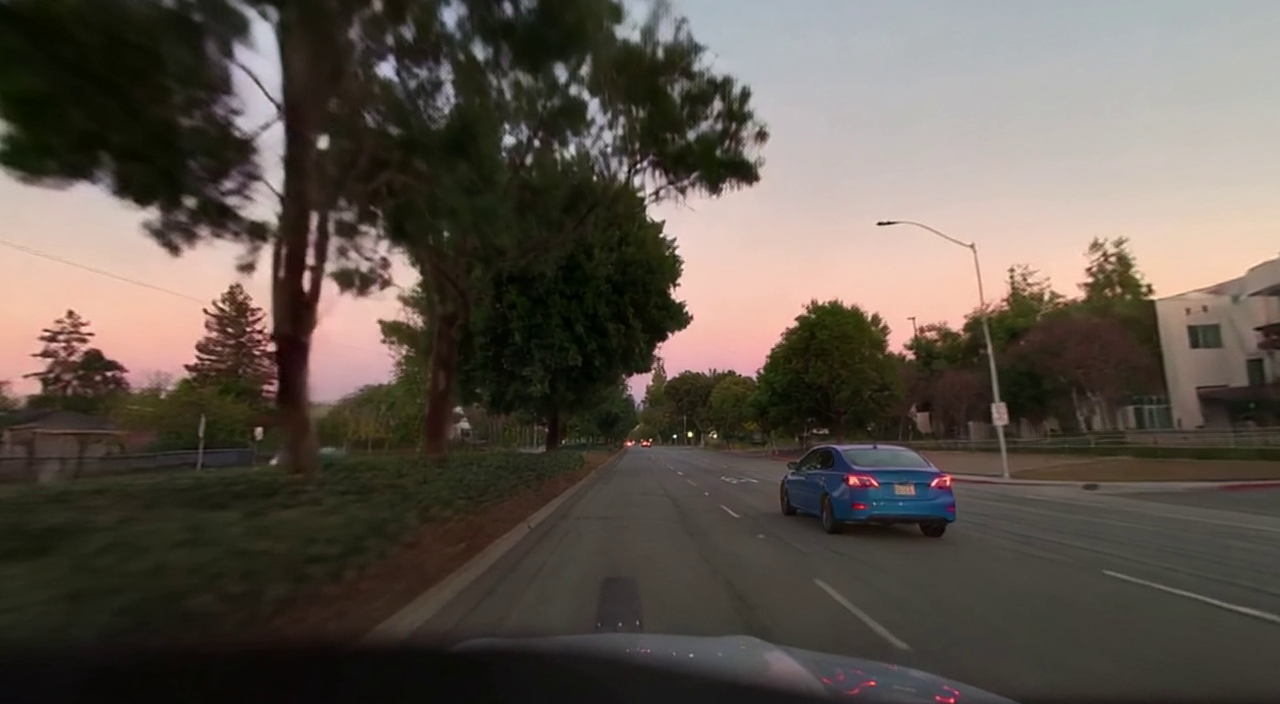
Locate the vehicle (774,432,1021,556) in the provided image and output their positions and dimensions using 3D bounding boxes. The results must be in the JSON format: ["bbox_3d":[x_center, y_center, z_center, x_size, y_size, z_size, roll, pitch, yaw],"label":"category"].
[{"bbox_3d":[3.565,2.019,9.795,1.950,1.473,4.259,0,-8,-1],"label":"vehicle"}]

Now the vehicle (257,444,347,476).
[{"bbox_3d":[-16.912,5.403,31.906,1.921,1.466,4.804,0,-8,0],"label":"vehicle"}]
